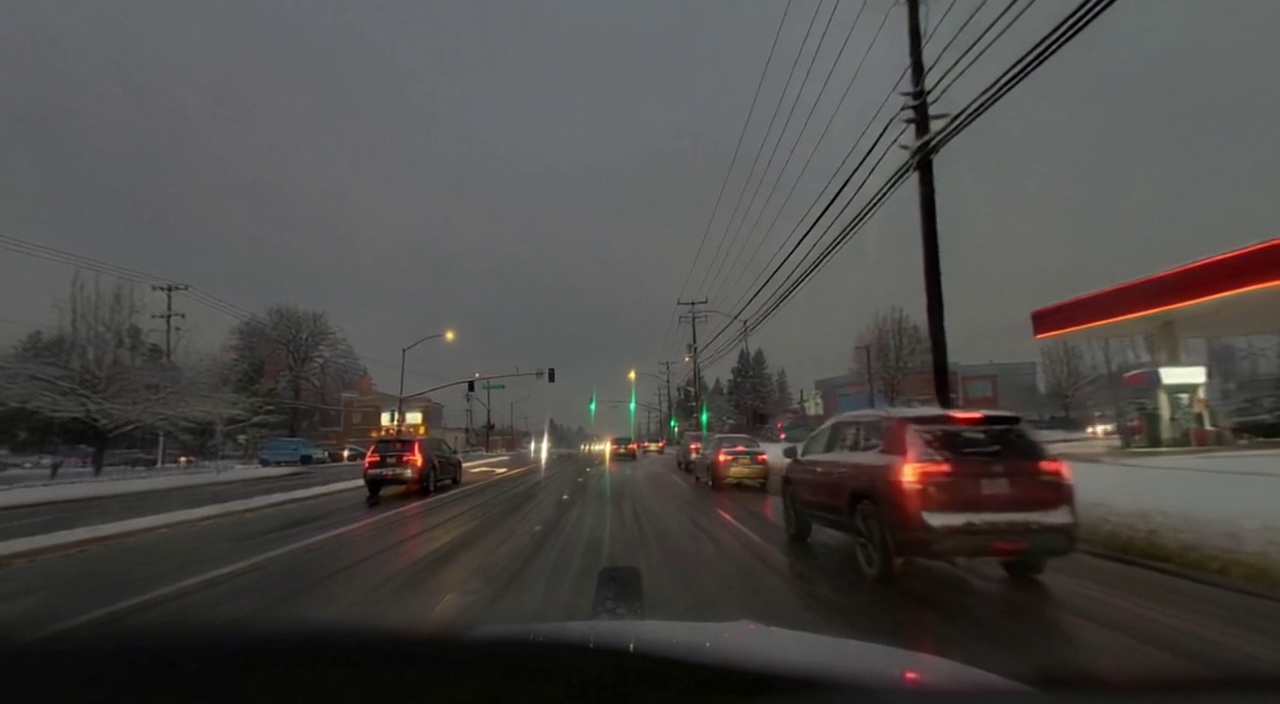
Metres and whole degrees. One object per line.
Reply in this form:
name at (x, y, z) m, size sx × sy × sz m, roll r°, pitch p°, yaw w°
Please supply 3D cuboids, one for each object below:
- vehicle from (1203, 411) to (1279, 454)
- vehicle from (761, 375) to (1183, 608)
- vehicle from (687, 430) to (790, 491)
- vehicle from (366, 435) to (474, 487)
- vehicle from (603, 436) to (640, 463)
vehicle at (24.252, 3.083, 24.038) m, size 1.850 × 1.549 × 3.930 m, roll 0°, pitch -9°, yaw -3°
vehicle at (3.131, 1.452, 7.573) m, size 2.124 × 1.824 × 4.973 m, roll 0°, pitch -8°, yaw -3°
vehicle at (2.593, 2.991, 17.780) m, size 1.945 × 1.470 × 4.363 m, roll 0°, pitch -8°, yaw -4°
vehicle at (-6.917, 3.452, 20.404) m, size 2.075 × 1.470 × 4.190 m, roll 0°, pitch -8°, yaw -1°
vehicle at (-1.137, 5.742, 37.478) m, size 2.065 × 1.484 × 3.894 m, roll 0°, pitch -8°, yaw -2°
